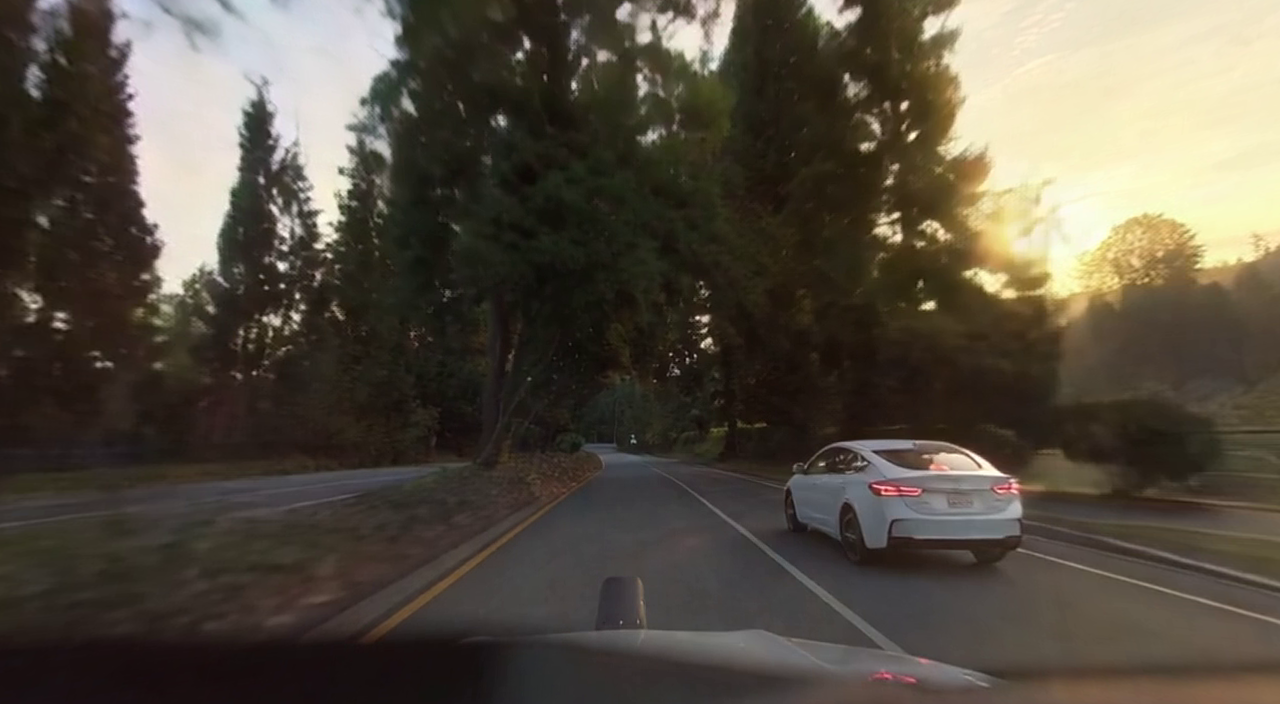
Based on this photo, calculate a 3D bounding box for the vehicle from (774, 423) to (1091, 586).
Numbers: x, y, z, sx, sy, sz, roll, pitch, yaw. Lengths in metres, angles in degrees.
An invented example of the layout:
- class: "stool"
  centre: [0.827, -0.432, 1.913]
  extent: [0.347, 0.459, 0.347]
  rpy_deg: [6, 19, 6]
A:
- class: "vehicle"
  centre: [3.391, 1.859, 8.619]
  extent: [2.060, 1.584, 4.592]
  rpy_deg: [0, -9, -1]
